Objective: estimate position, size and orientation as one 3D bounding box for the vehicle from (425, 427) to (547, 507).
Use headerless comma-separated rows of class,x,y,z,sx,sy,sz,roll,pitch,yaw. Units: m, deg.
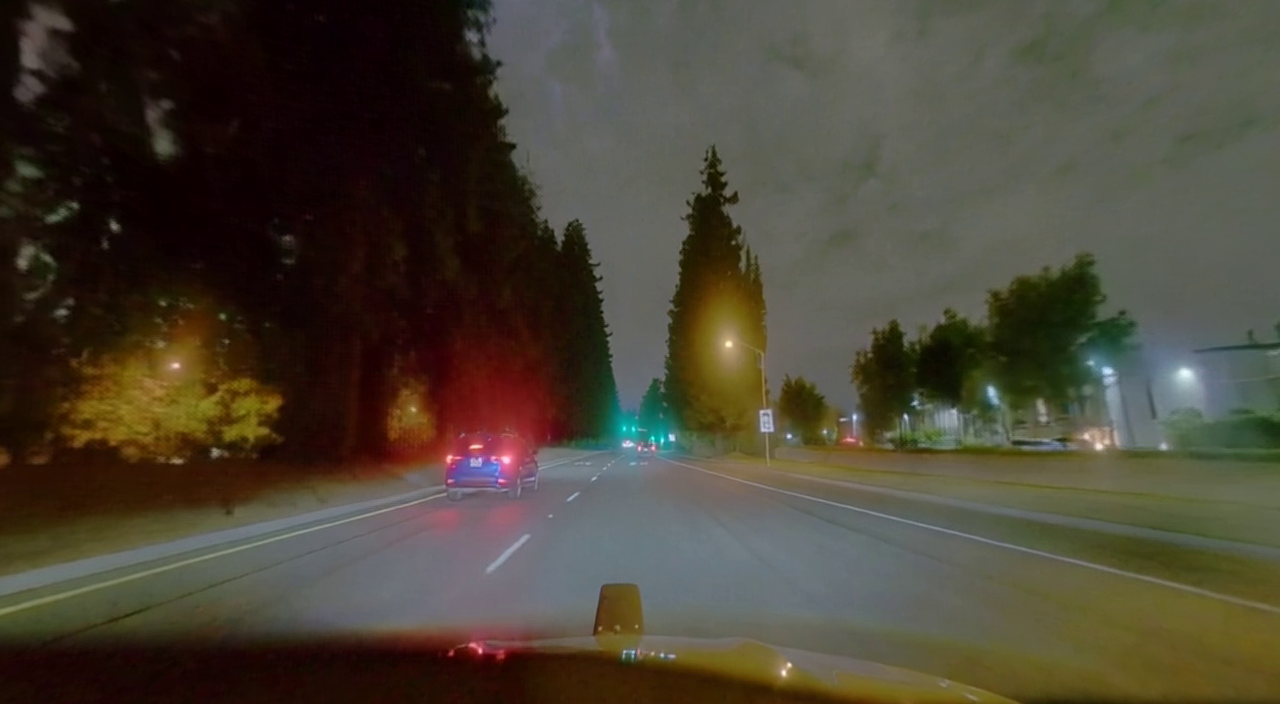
vehicle,-3.758,2.884,16.281,2.078,1.748,4.279,0,-8,0
